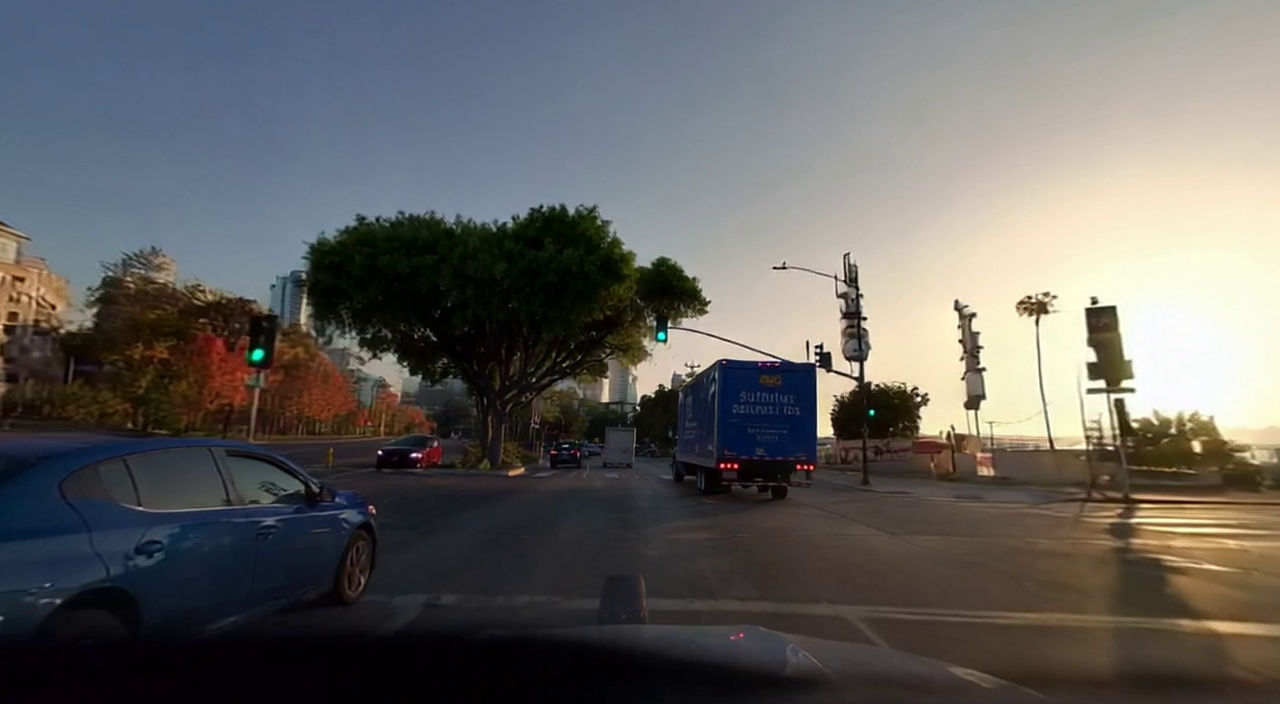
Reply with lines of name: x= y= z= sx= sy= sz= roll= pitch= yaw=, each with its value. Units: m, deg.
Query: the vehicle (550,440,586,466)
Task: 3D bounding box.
vehicle: x=-5.275 y=7.464 z=46.560 sx=2.388 sy=1.811 sz=4.455 roll=1 pitch=-9 yaw=-4

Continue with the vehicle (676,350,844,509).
vehicle: x=3.004 y=2.402 z=18.765 sx=2.905 sy=3.644 sz=8.441 roll=0 pitch=-9 yaw=-3

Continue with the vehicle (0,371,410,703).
vehicle: x=-3.000 y=1.018 z=3.329 sx=1.828 sy=1.515 sz=4.422 roll=0 pitch=-9 yaw=1

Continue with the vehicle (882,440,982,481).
vehicle: x=17.454 y=6.439 z=37.474 sx=5.948 sy=2.233 sz=2.406 roll=6 pitch=-11 yaw=-31

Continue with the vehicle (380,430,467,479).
vehicle: x=-8.998 y=4.319 z=26.583 sx=2.374 sy=1.863 sz=4.751 roll=1 pitch=-9 yaw=-6
